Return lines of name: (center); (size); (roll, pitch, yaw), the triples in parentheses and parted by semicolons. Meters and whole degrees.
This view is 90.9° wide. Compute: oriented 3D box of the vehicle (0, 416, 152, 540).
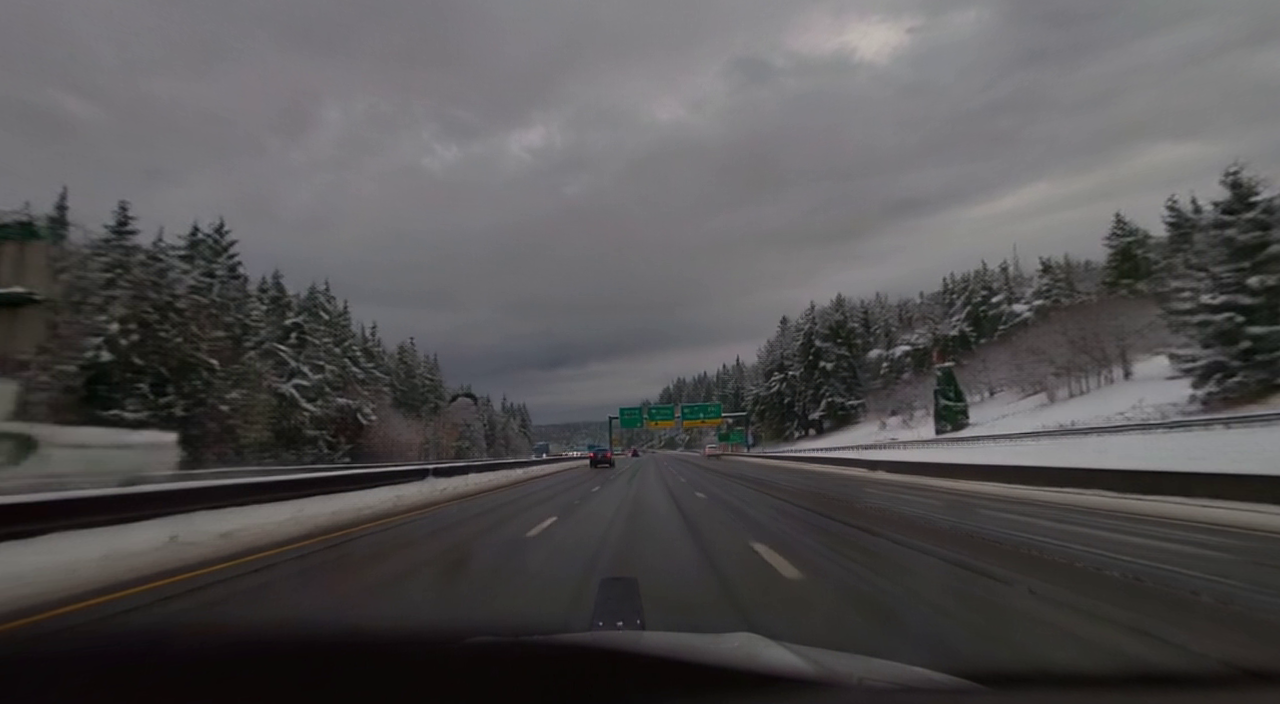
vehicle: (-14.438, 2.786, 14.190); (2.331, 2.554, 5.554); (0, -9, 0)

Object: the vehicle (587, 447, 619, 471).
vehicle: (-2.734, 8.029, 47.478); (2.086, 1.650, 4.122); (0, -9, 1)
